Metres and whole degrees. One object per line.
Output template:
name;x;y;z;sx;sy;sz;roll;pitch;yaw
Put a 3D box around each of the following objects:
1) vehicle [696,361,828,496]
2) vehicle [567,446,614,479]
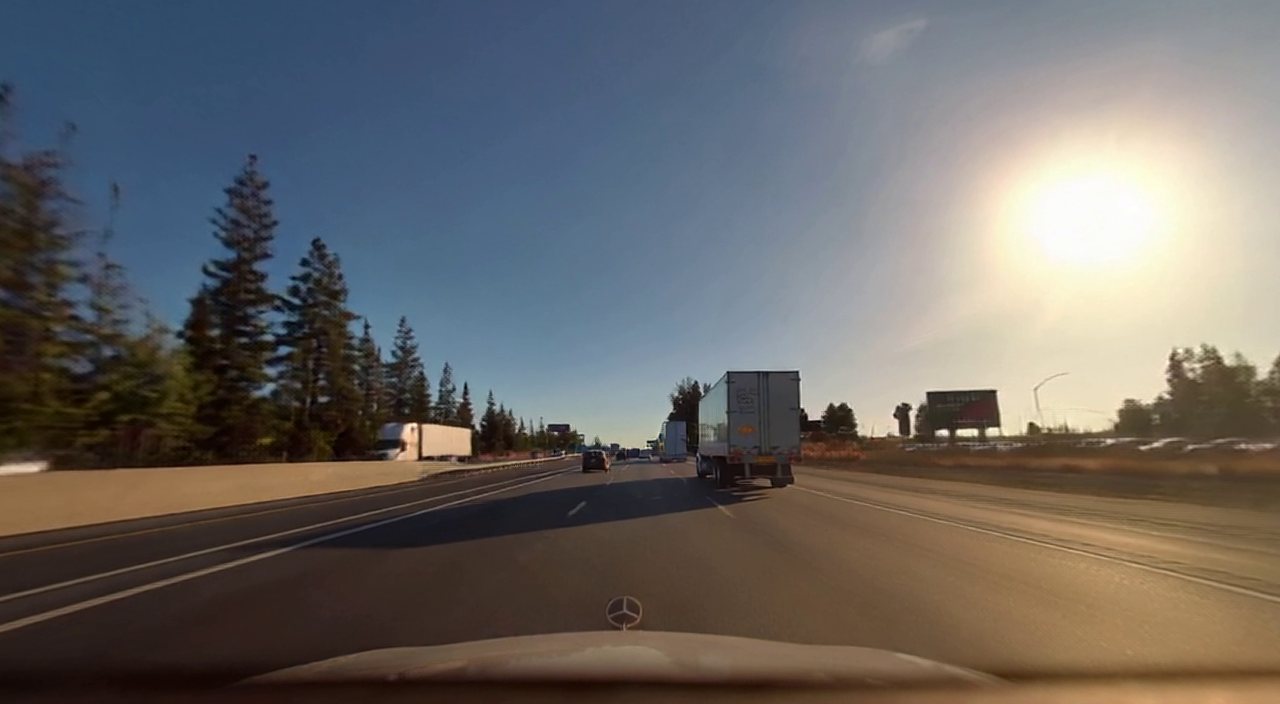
vehicle;4.473;3.491;27.072;2.826;4.269;14.176;0;-9;0
vehicle;-2.862;6.494;37.403;2.291;1.788;4.825;0;-9;1
